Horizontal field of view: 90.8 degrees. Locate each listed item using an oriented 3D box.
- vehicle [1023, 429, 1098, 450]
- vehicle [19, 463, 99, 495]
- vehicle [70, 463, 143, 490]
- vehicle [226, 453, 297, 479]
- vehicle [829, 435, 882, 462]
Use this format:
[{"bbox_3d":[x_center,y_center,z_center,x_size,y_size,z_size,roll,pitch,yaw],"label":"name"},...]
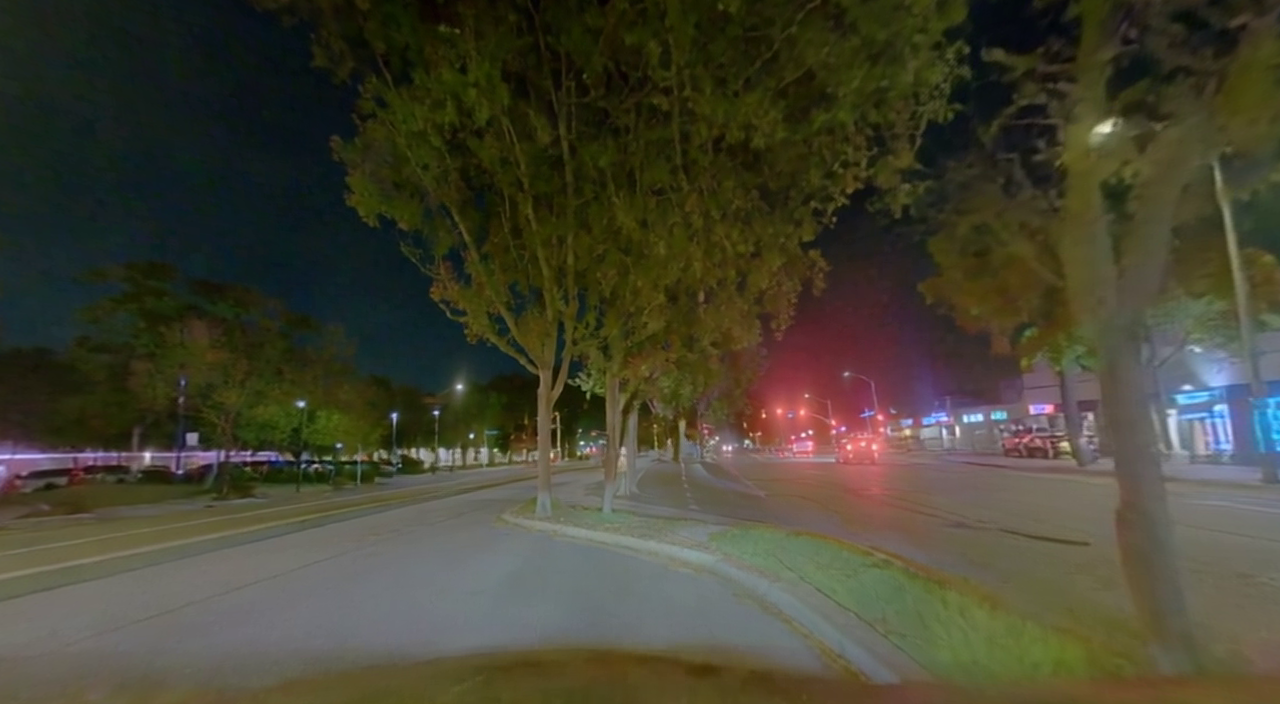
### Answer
[{"bbox_3d":[29.159,6.123,43.880,3.839,1.386,1.816,-1,-9,7],"label":"vehicle"},{"bbox_3d":[-33.207,7.195,36.033,5.124,1.541,2.121,-6,-10,34],"label":"vehicle"},{"bbox_3d":[-33.692,7.804,39.847,4.416,1.541,2.102,-6,-10,31],"label":"vehicle"},{"bbox_3d":[-27.263,8.143,45.410,5.483,1.719,2.112,-6,-10,33],"label":"vehicle"},{"bbox_3d":[14.284,6.436,42.136,2.100,1.638,4.545,-1,-9,2],"label":"vehicle"}]
